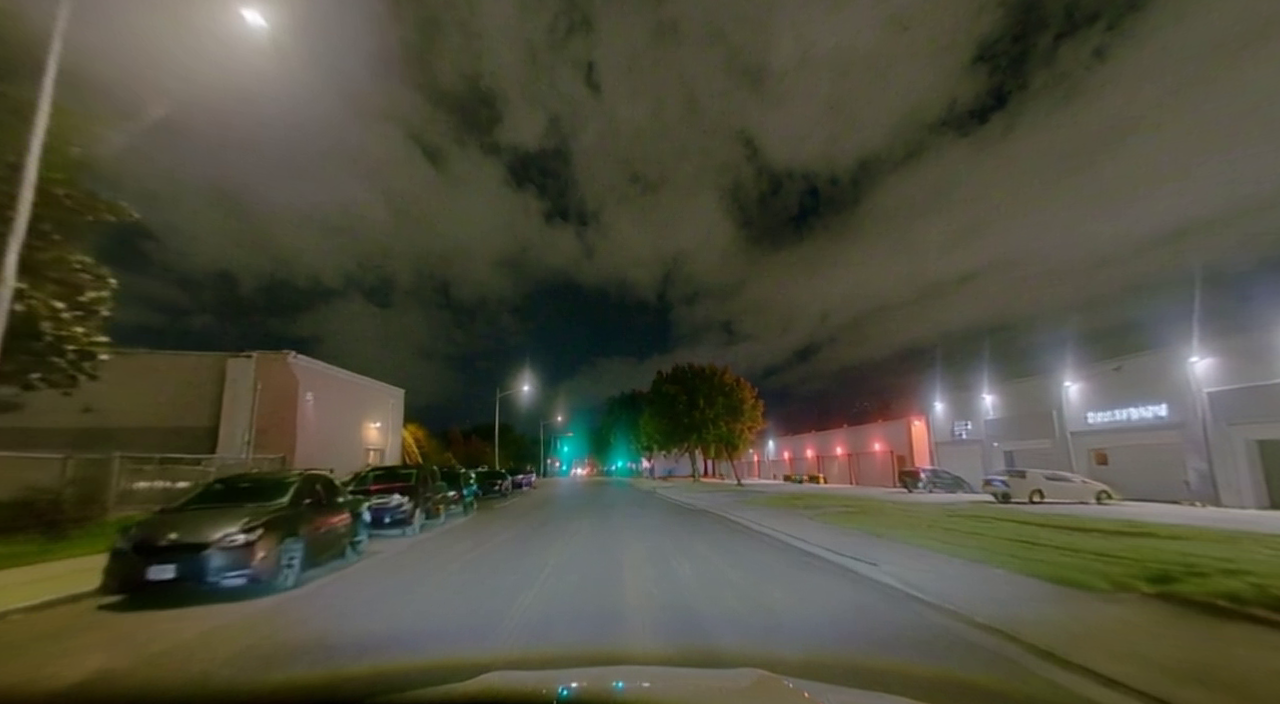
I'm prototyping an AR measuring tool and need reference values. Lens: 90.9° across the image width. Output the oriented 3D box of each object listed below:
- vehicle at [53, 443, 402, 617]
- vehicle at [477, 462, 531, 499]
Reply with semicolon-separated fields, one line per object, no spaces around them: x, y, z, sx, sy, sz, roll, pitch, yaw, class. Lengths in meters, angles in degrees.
-4.883;2.101;8.433;1.886;1.640;4.311;3;-9;-3;vehicle
-6.503;6.225;30.601;1.882;1.606;4.191;1;-11;-3;vehicle
